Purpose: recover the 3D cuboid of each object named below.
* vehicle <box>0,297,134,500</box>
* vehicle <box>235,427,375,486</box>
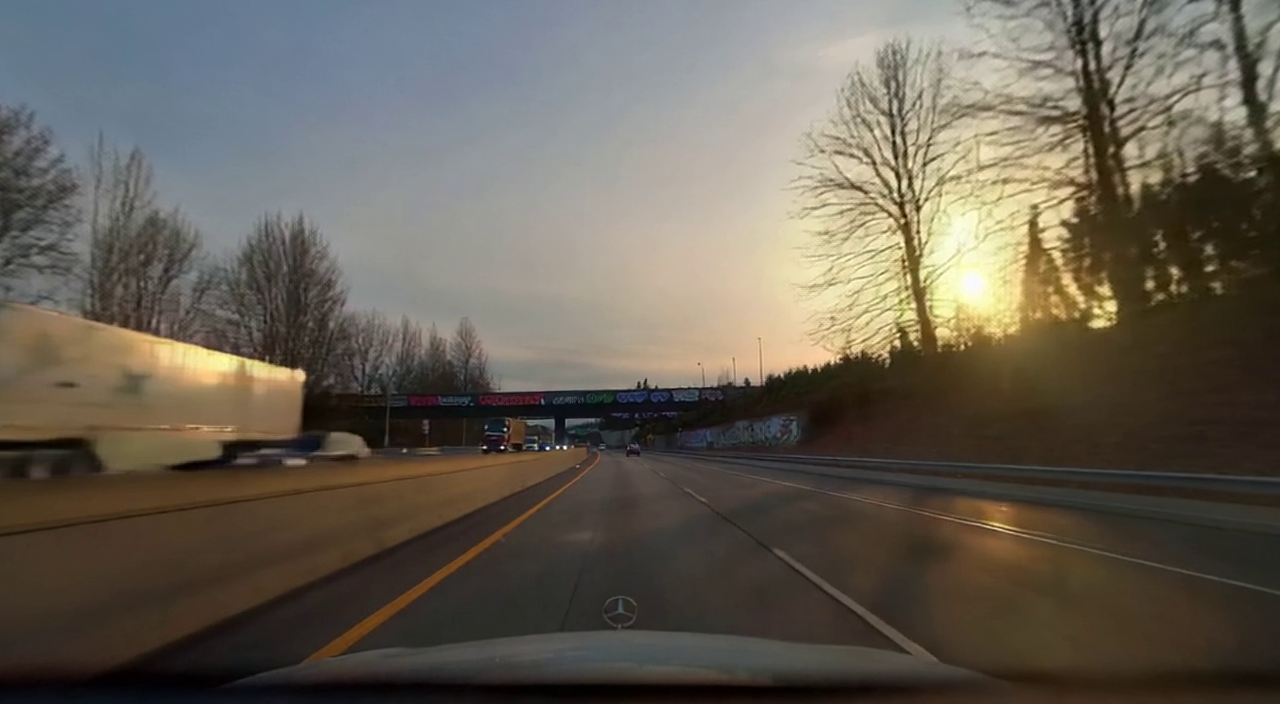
[{"bbox_3d":[-13.711,0.903,11.982,2.987,3.824,5.991,0,-9,-2],"label":"vehicle"},{"bbox_3d":[-9.527,3.016,18.264,1.879,1.505,4.047,0,-9,-1],"label":"vehicle"}]
